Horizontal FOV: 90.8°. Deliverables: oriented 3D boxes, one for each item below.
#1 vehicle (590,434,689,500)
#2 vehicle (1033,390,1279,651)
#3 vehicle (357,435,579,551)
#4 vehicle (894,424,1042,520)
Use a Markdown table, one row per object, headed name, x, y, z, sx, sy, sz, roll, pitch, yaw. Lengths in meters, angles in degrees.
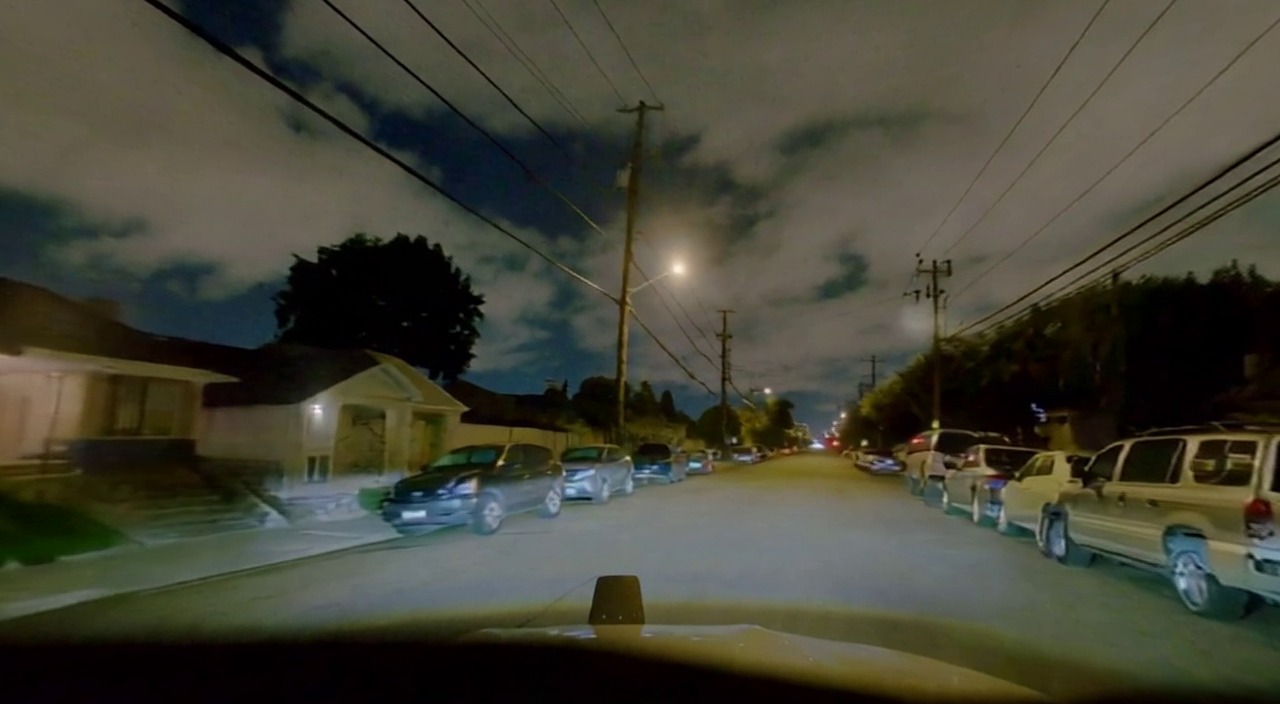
| name | x | y | z | sx | sy | sz | roll | pitch | yaw |
| --- | --- | --- | --- | --- | --- | --- | --- | --- | --- |
| vehicle | 0.135 | 3.742 | 21.129 | 2.034 | 1.923 | 4.713 | -3 | -9 | 17 |
| vehicle | 5.893 | 1.568 | 6.118 | 2.055 | 1.763 | 5.134 | 3 | -9 | 14 |
| vehicle | -2.825 | 2.407 | 11.664 | 1.909 | 1.675 | 4.442 | -2 | -9 | 15 |
| vehicle | 8.354 | 3.044 | 16.751 | 2.237 | 2.071 | 5.332 | -2 | -9 | 14 |
